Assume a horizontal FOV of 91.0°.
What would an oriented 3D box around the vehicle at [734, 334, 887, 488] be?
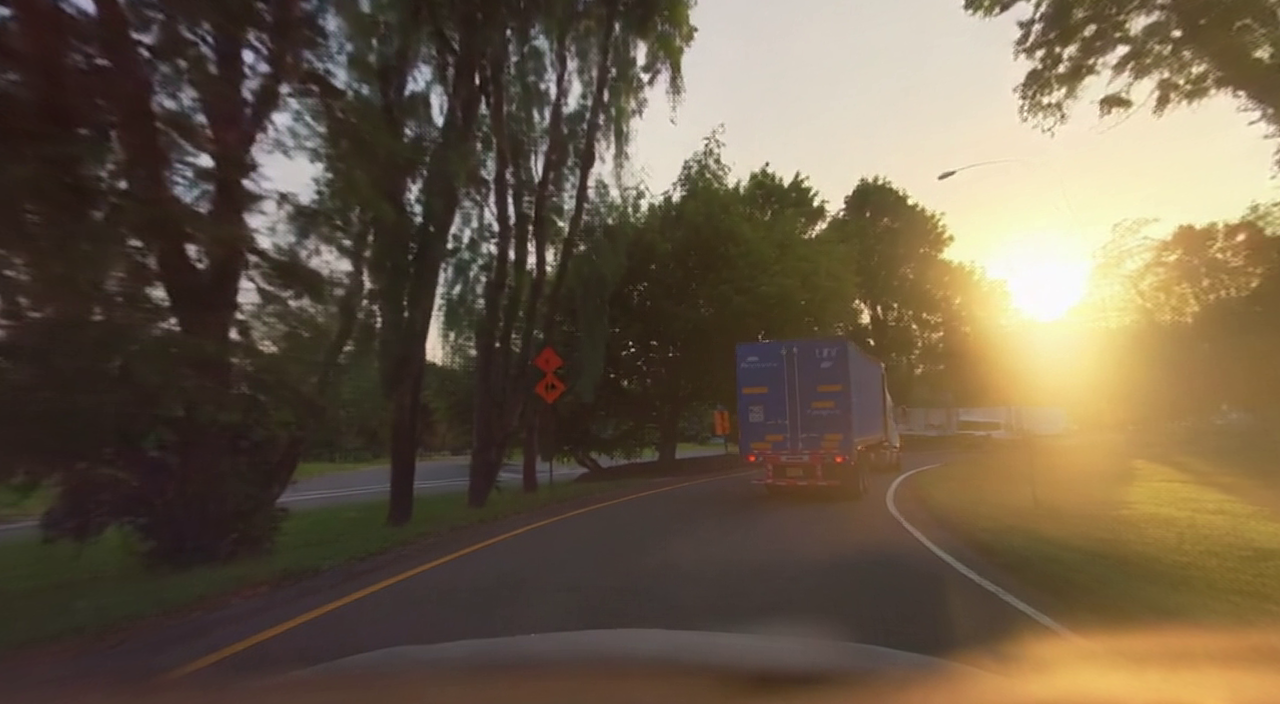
[{"bbox_3d":[5.756,2.009,19.718,2.937,3.647,9.344,-4,-9,24],"label":"vehicle"}]
